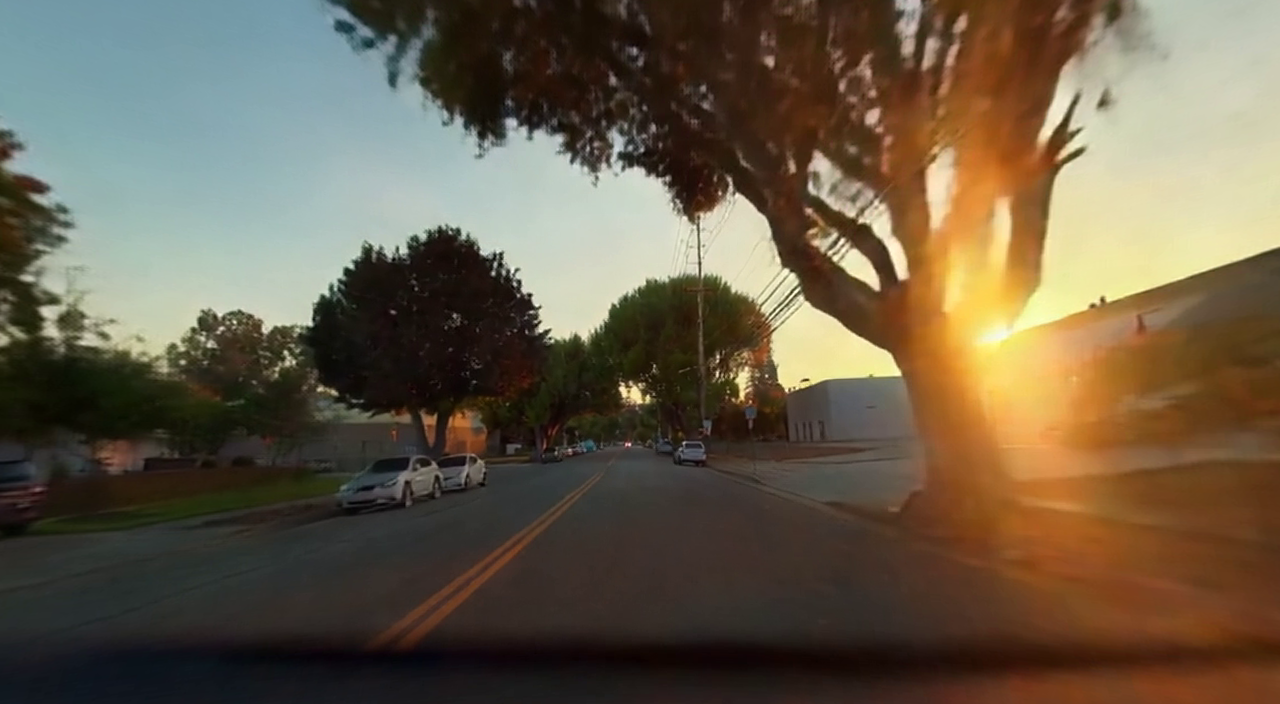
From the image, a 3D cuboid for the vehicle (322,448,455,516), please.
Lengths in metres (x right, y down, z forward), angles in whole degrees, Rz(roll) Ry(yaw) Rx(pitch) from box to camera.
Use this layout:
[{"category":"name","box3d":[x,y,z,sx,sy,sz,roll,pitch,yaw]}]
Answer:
[{"category":"vehicle","box3d":[-6.669,3.452,17.314,1.887,1.460,4.444,-4,-8,-1]}]

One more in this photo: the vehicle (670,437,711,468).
[{"category":"vehicle","box3d":[3.103,6.341,40.116,2.138,1.820,5.218,0,-8,0]}]
